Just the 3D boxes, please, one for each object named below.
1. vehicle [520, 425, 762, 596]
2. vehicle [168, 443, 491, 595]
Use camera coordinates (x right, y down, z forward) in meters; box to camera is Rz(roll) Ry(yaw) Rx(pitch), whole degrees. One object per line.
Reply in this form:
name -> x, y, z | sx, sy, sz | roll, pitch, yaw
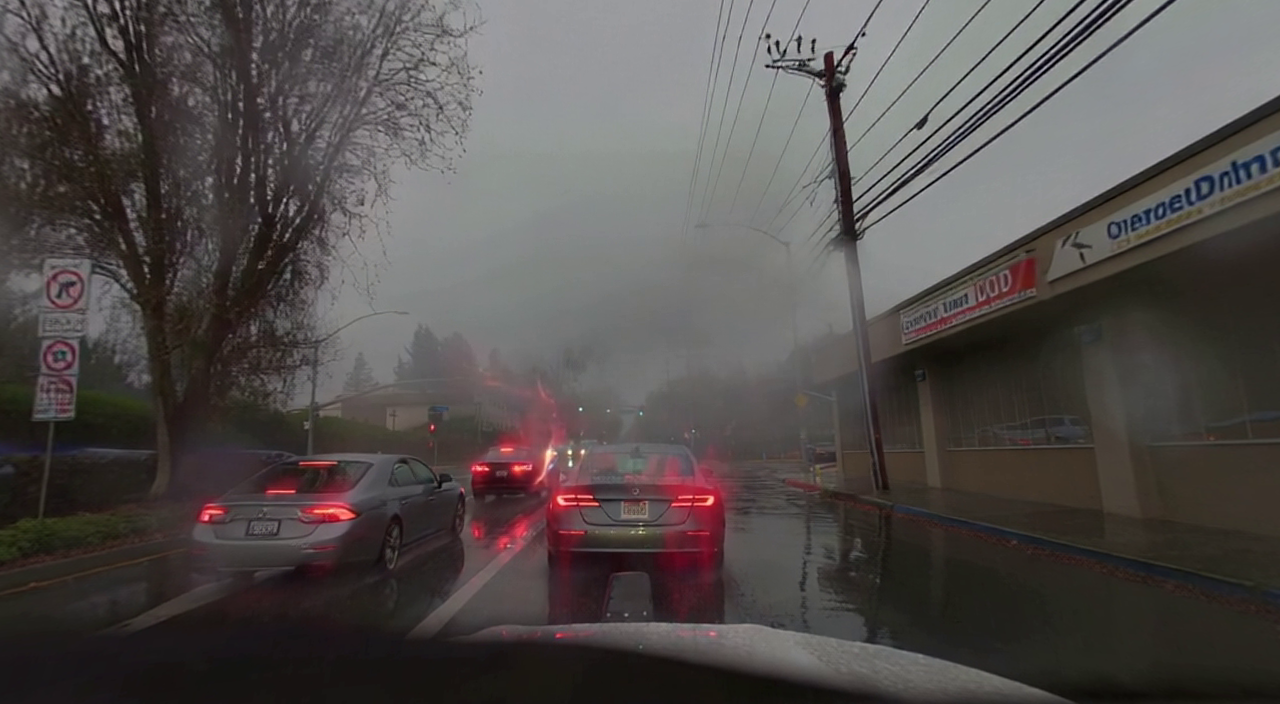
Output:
vehicle -> -0.007, 1.683, 7.535 | 2.101, 1.469, 3.955 | 0, -9, 0
vehicle -> -3.226, 1.781, 7.623 | 1.765, 1.319, 4.013 | 0, -9, 2
